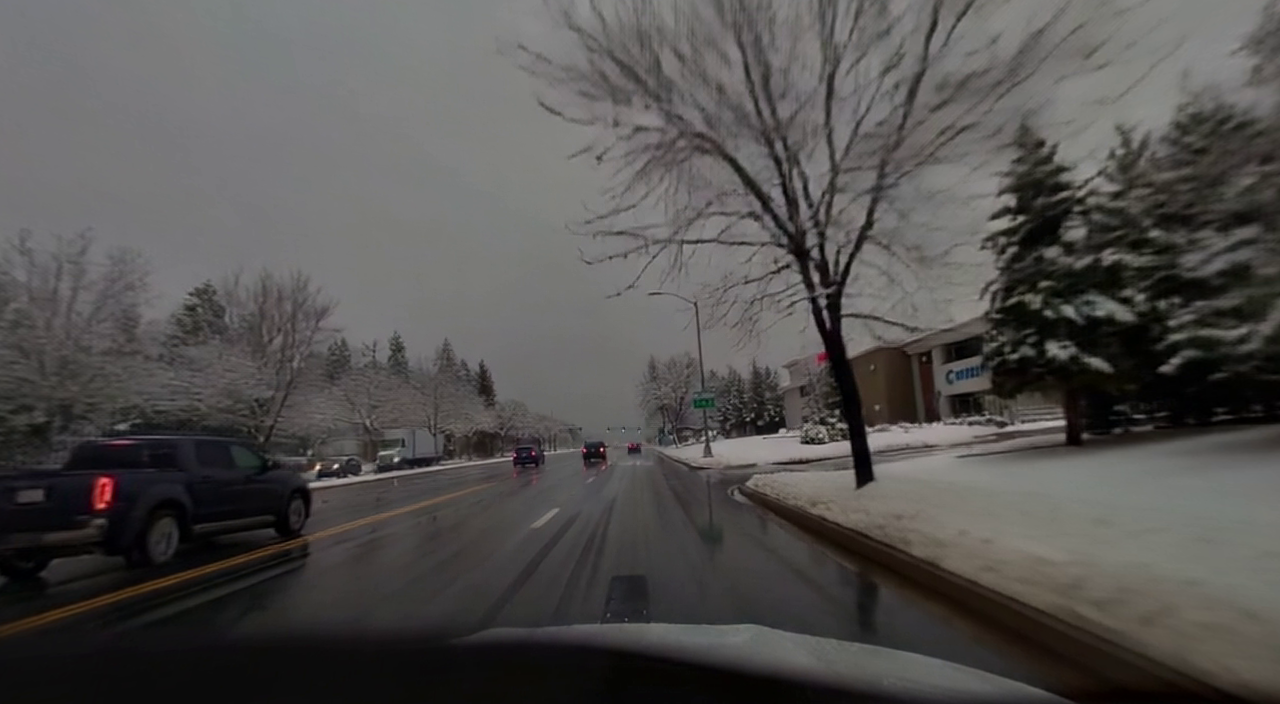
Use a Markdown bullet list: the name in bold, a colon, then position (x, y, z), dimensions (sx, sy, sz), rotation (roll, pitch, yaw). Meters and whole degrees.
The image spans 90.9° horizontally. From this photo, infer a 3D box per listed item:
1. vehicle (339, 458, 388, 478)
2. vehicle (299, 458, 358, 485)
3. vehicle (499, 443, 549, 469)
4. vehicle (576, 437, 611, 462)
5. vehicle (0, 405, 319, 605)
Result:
- **vehicle**: position (-21.830, 9.168, 49.971), dimensions (1.783, 1.456, 4.350), rotation (-1, -9, 3)
- **vehicle**: position (-21.949, 8.414, 44.607), dimensions (1.900, 1.467, 4.655), rotation (-5, -8, -1)
- **vehicle**: position (-6.688, 6.039, 36.830), dimensions (2.072, 1.427, 4.328), rotation (0, -9, 0)
- **vehicle**: position (-3.222, 6.876, 44.416), dimensions (2.100, 1.661, 3.837), rotation (0, -9, 1)
- **vehicle**: position (-6.605, 1.783, 8.314), dimensions (2.137, 1.835, 4.844), rotation (0, -9, 0)
